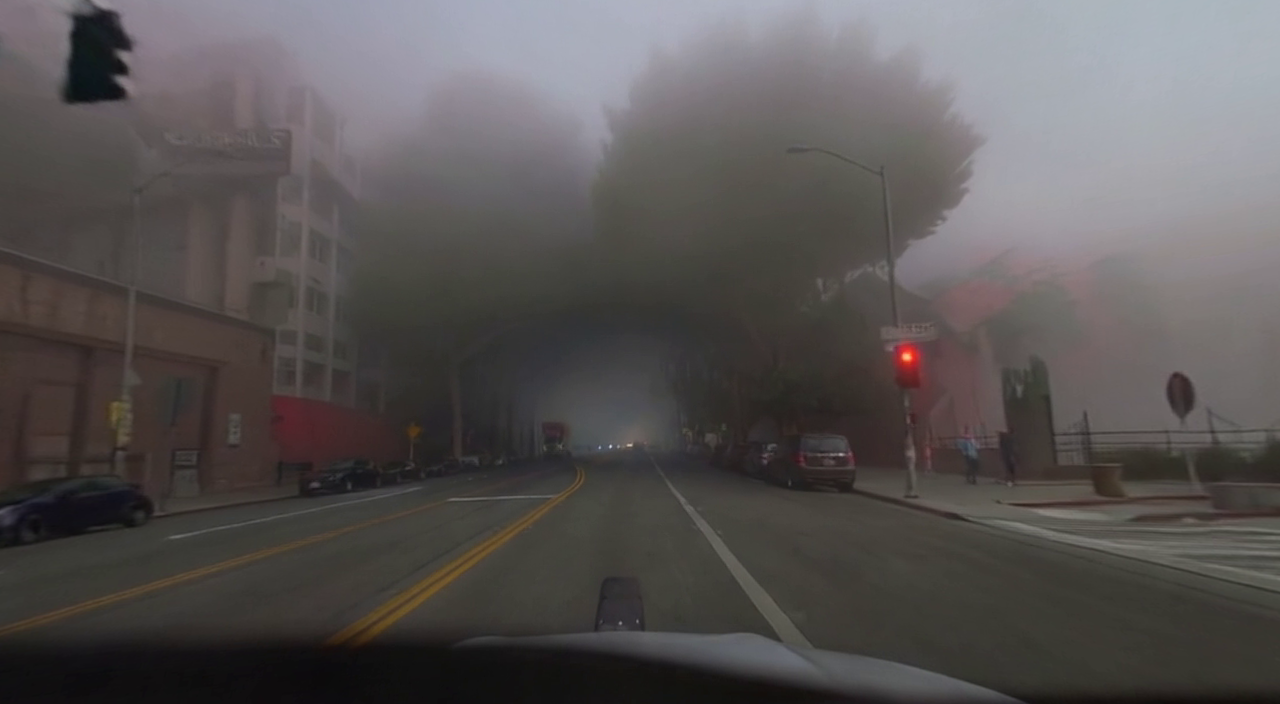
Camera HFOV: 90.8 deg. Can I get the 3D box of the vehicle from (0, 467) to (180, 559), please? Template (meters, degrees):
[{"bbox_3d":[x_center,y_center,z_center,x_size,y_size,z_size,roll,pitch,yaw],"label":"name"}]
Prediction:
[{"bbox_3d":[-12.255,3.252,13.326,1.842,1.461,4.371,0,-8,-1],"label":"vehicle"}]

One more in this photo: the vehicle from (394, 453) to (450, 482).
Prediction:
[{"bbox_3d":[-12.744,6.732,37.162,1.800,1.532,4.110,-1,-8,0],"label":"vehicle"}]

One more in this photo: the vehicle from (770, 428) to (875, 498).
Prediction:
[{"bbox_3d":[5.757,3.567,20.589,2.010,1.943,4.319,-2,-9,-1],"label":"vehicle"}]

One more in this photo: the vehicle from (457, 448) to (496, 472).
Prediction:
[{"bbox_3d":[-12.289,8.130,47.798,1.834,1.643,4.110,-1,-8,1],"label":"vehicle"}]

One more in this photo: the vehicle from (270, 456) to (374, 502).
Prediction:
[{"bbox_3d":[-12.213,4.865,24.596,1.804,1.533,4.121,-1,-8,1],"label":"vehicle"}]

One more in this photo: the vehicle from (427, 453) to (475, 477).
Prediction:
[{"bbox_3d":[-12.774,7.630,42.998,1.868,1.418,4.415,-2,-9,1],"label":"vehicle"}]

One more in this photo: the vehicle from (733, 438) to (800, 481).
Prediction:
[{"bbox_3d":[5.745,4.921,29.205,1.991,1.771,4.604,0,-9,-2],"label":"vehicle"}]

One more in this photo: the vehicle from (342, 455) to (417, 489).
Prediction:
[{"bbox_3d":[-12.799,5.888,31.337,1.927,1.489,4.572,0,-8,-2],"label":"vehicle"}]
